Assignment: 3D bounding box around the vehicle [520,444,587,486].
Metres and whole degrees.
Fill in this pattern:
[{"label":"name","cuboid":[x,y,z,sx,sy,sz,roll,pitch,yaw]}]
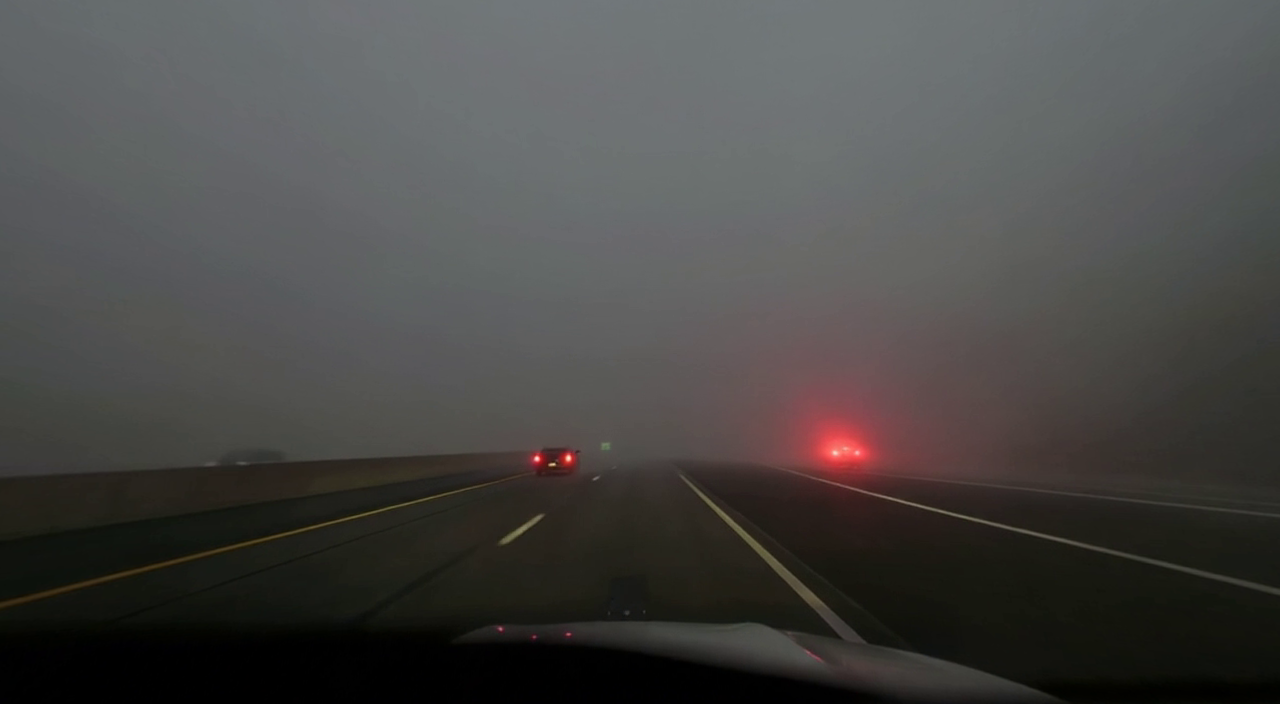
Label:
[{"label":"vehicle","cuboid":[-3.310,4.393,24.846,1.968,1.504,3.892,0,-8,2]}]
